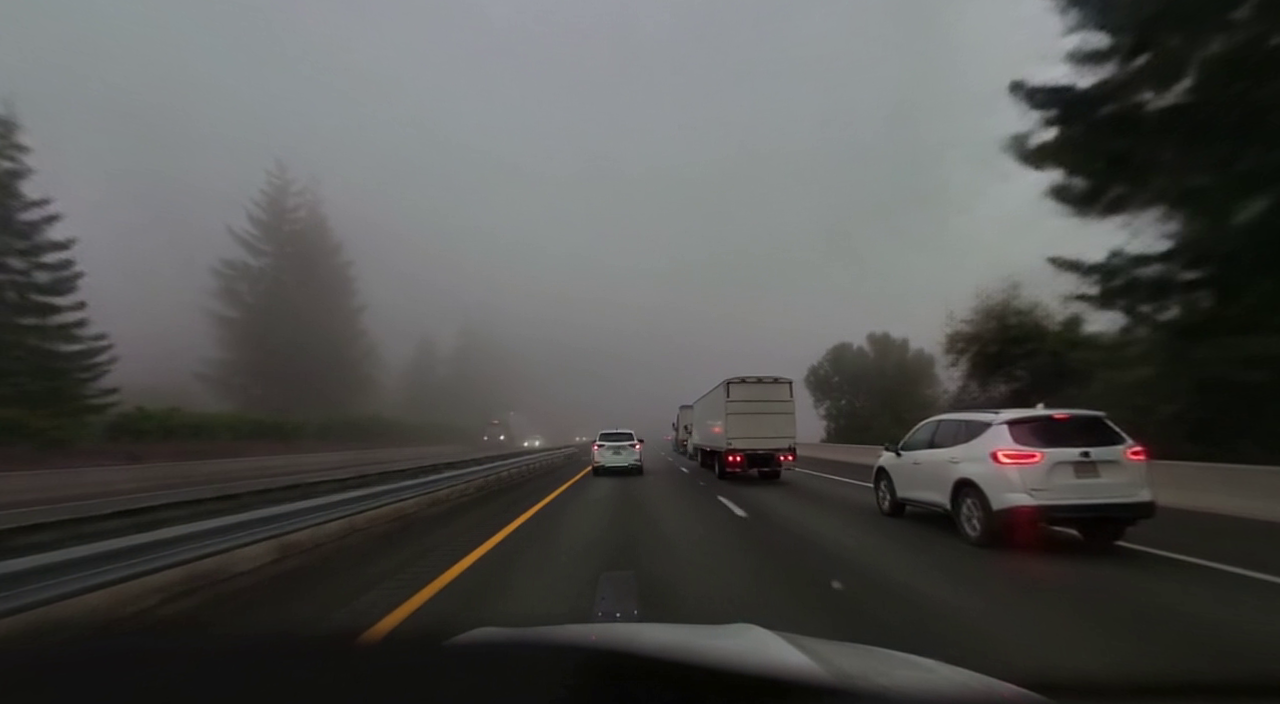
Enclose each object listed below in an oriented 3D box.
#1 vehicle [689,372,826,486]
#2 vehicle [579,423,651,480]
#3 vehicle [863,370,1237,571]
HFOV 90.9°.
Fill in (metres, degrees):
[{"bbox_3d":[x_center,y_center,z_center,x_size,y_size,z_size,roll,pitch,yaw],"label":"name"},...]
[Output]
[{"bbox_3d":[3.448,2.597,21.064,2.723,3.027,8.478,0,-8,-1],"label":"vehicle"},{"bbox_3d":[-0.742,3.185,20.567,2.082,1.638,4.055,0,-8,0],"label":"vehicle"},{"bbox_3d":[4.626,1.381,8.037,2.011,1.905,3.905,0,-8,-2],"label":"vehicle"}]
